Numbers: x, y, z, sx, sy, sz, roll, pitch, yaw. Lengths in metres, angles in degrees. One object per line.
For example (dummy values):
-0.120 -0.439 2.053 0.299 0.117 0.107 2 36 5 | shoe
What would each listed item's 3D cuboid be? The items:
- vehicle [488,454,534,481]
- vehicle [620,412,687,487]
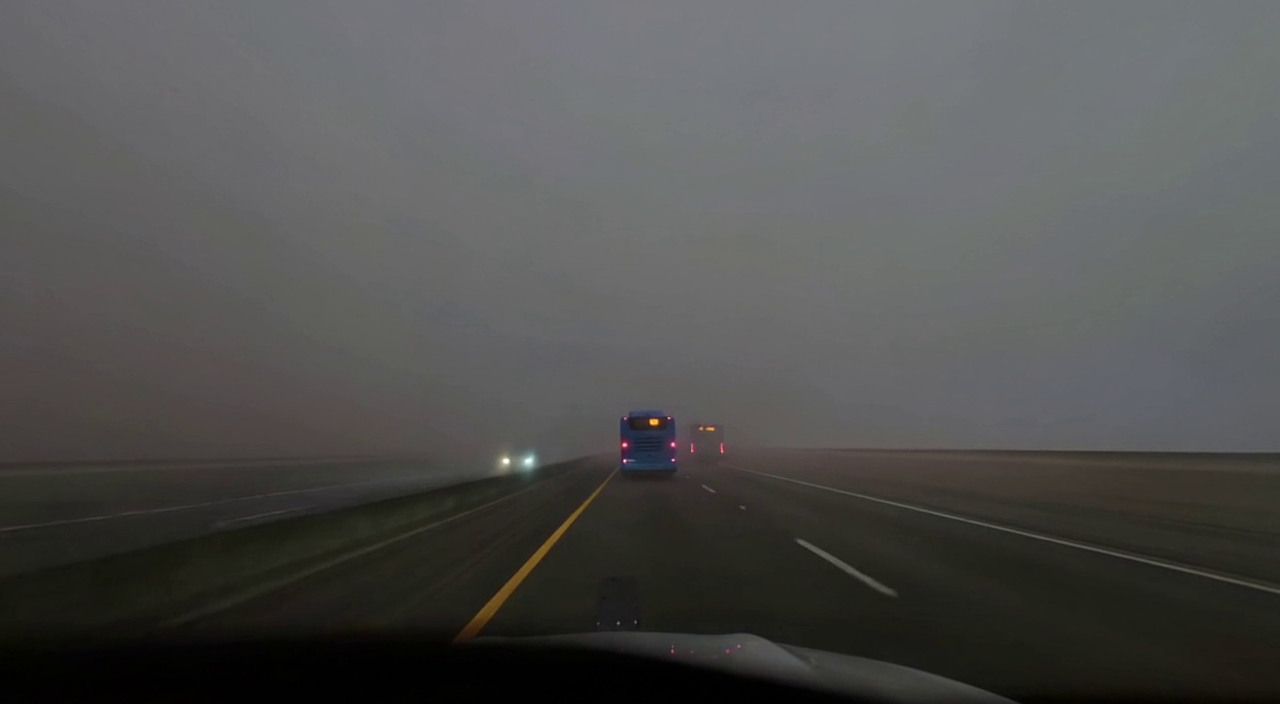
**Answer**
-7.941 7.141 38.880 1.870 1.500 4.516 -1 -9 1 | vehicle
0.406 3.939 25.361 2.414 2.675 5.574 0 -9 -2 | vehicle
